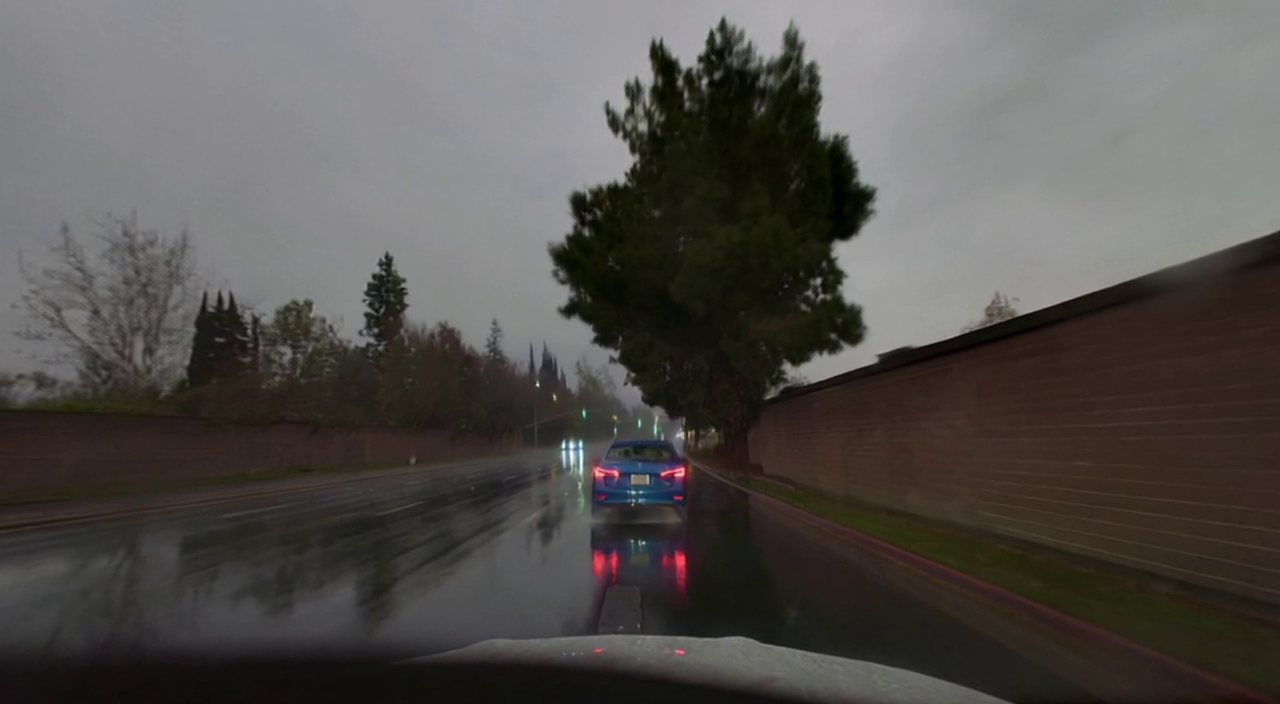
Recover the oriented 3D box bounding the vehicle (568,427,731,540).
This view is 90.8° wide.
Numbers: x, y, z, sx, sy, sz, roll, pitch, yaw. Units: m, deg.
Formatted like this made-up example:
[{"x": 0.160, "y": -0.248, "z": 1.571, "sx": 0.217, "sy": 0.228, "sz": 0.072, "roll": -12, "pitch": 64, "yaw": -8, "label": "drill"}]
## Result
[{"x": 0.080, "y": 2.108, "z": 10.787, "sx": 2.205, "sy": 1.509, "sz": 4.272, "roll": 0, "pitch": -8, "yaw": -1, "label": "vehicle"}]
